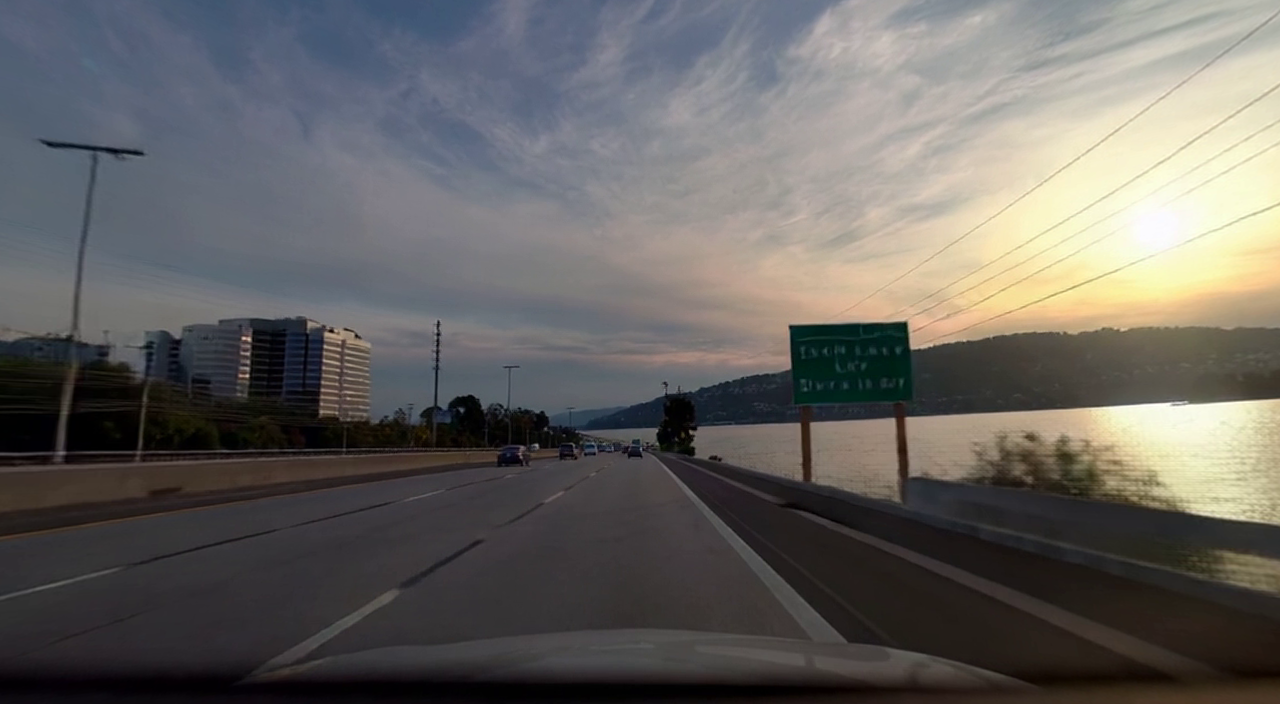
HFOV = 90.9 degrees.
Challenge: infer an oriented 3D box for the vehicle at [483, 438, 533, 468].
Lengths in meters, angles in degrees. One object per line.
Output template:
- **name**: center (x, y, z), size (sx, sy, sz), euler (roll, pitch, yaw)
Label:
- **vehicle**: center (-7.367, 5.691, 35.628), size (1.946, 1.590, 4.042), euler (0, -8, 0)
